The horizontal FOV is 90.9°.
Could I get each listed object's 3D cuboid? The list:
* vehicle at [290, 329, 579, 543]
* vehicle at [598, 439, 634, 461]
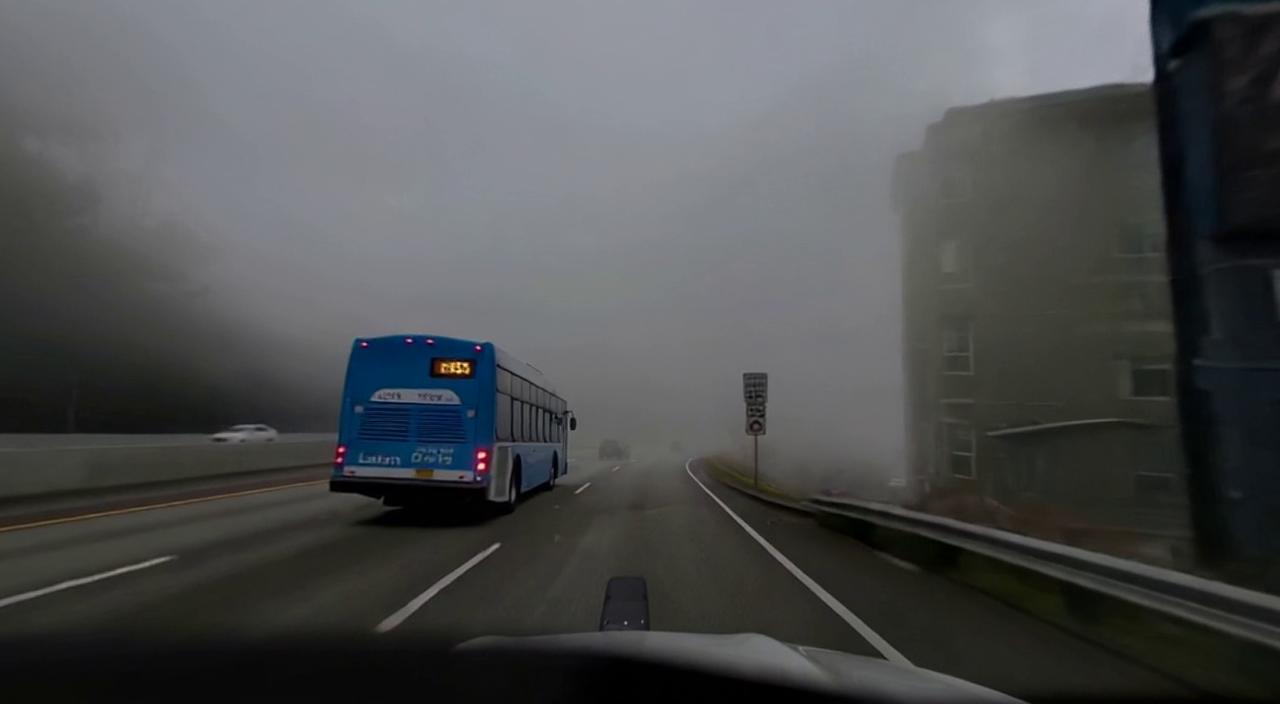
[{"bbox_3d":[-3.220,1.745,12.915,2.888,2.944,8.373,0,-8,1],"label":"vehicle"},{"bbox_3d":[-1.622,6.931,44.824,1.928,1.455,4.361,-2,-9,6],"label":"vehicle"}]
